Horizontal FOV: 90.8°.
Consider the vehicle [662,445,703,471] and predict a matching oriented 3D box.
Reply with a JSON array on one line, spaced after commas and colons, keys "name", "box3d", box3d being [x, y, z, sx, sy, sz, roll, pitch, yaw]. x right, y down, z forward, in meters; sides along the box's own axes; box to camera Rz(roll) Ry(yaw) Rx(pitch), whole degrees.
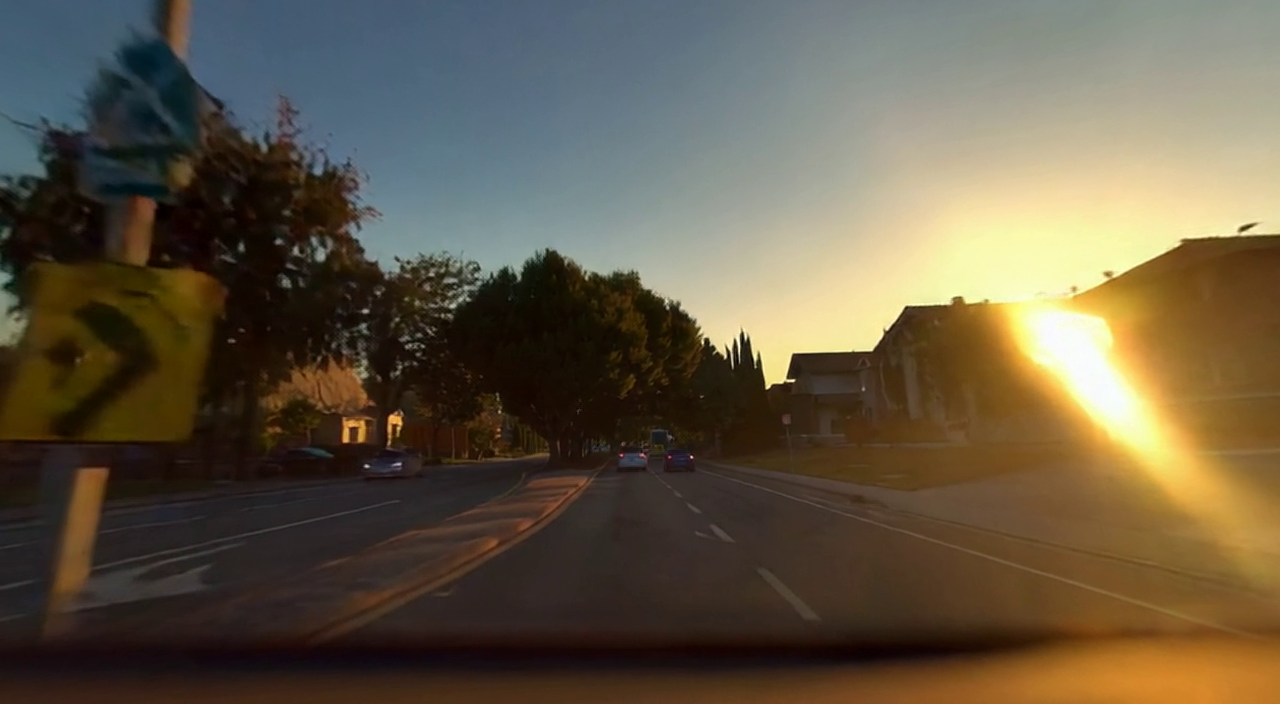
[{"name": "vehicle", "box3d": [2.606, 6.637, 39.732, 2.057, 1.496, 4.401, 0, -8, -2]}]

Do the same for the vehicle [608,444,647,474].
[{"name": "vehicle", "box3d": [-0.668, 5.811, 34.575, 2.018, 1.511, 3.993, 0, -8, -1]}]

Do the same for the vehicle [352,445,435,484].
[{"name": "vehicle", "box3d": [-11.609, 5.280, 30.150, 2.107, 1.684, 4.707, 0, -8, -1]}]
